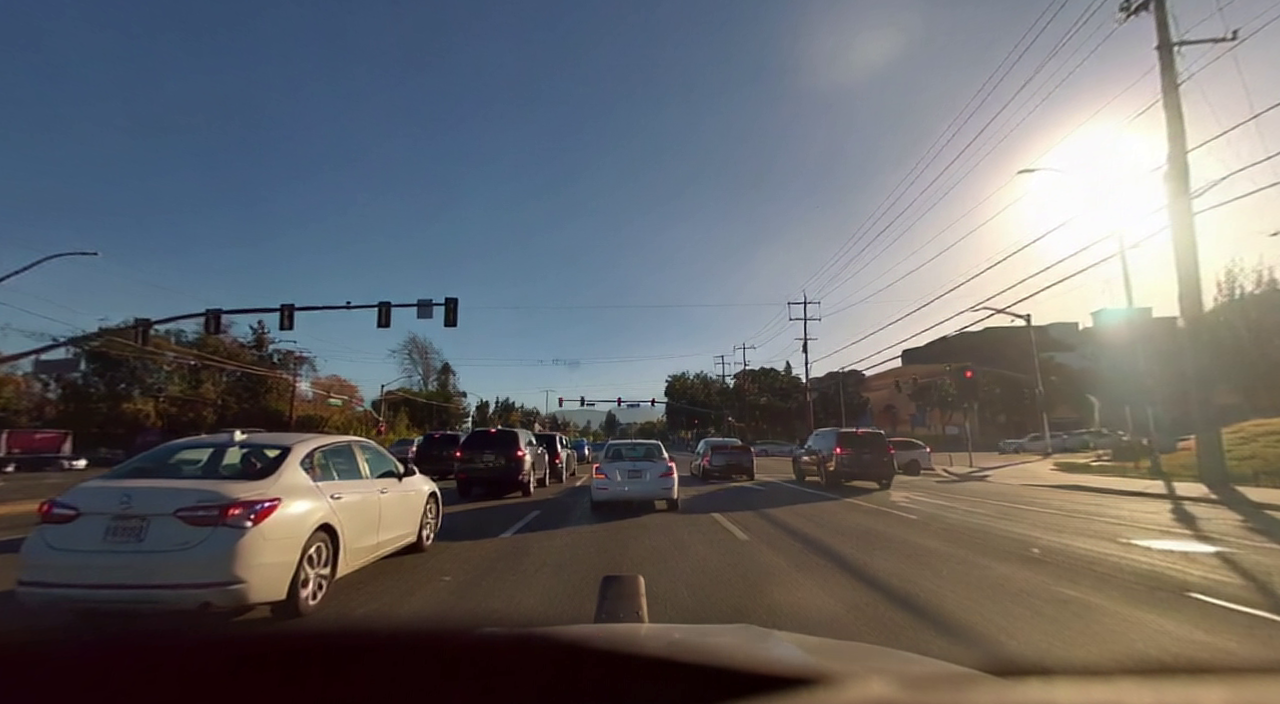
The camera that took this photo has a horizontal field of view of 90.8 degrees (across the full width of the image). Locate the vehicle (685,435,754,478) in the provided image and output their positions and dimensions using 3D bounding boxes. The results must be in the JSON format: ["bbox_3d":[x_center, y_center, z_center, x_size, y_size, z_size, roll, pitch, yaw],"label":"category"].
[{"bbox_3d":[2.998,4.064,24.932,1.987,1.515,4.521,0,-8,-2],"label":"vehicle"}]

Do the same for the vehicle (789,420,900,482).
[{"bbox_3d":[7.174,3.552,22.905,2.156,1.982,5.358,0,-8,-1],"label":"vehicle"}]

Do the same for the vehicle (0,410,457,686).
[{"bbox_3d":[-3.205,1.366,5.604,1.837,1.463,4.311,0,-8,0],"label":"vehicle"}]

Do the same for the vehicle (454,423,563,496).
[{"bbox_3d":[-3.386,2.866,17.174,2.033,1.714,4.278,0,-8,0],"label":"vehicle"}]

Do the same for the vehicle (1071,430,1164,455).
[{"bbox_3d":[35.502,6.742,47.086,5.147,1.774,2.049,0,-9,2],"label":"vehicle"}]

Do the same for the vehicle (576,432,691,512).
[{"bbox_3d":[-0.137,2.483,13.549,2.098,1.431,3.958,0,-8,0],"label":"vehicle"}]

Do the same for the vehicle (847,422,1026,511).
[{"bbox_3d":[6.423,2.512,14.340,1.945,1.706,4.190,0,-8,-1],"label":"vehicle"}]
